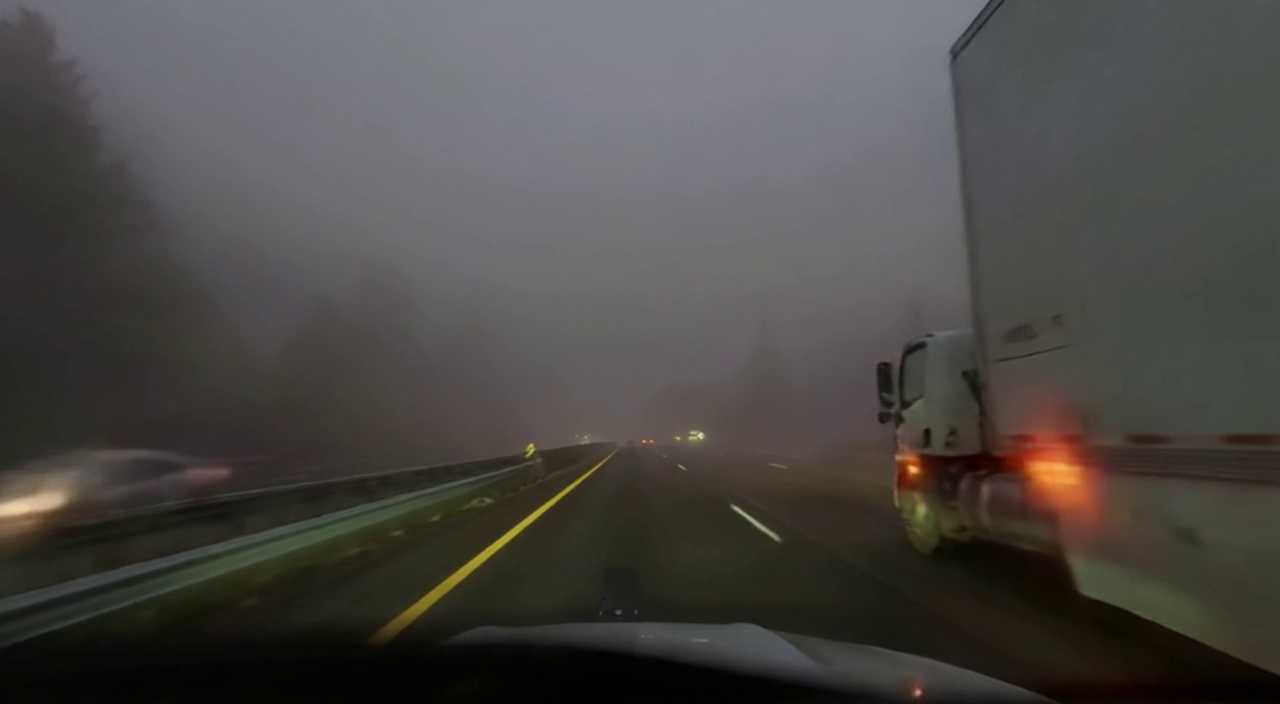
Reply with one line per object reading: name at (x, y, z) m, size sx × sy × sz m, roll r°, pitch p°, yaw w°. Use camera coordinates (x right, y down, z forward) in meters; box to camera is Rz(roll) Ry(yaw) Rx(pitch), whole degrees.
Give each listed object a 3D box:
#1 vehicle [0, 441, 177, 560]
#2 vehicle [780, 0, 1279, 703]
vehicle at (-9.030, 1.974, 8.680) m, size 2.106 × 1.457 × 4.262 m, roll 0°, pitch -8°, yaw -1°
vehicle at (3.656, -0.377, 2.342) m, size 2.954 × 3.995 × 13.335 m, roll 0°, pitch -8°, yaw -1°
